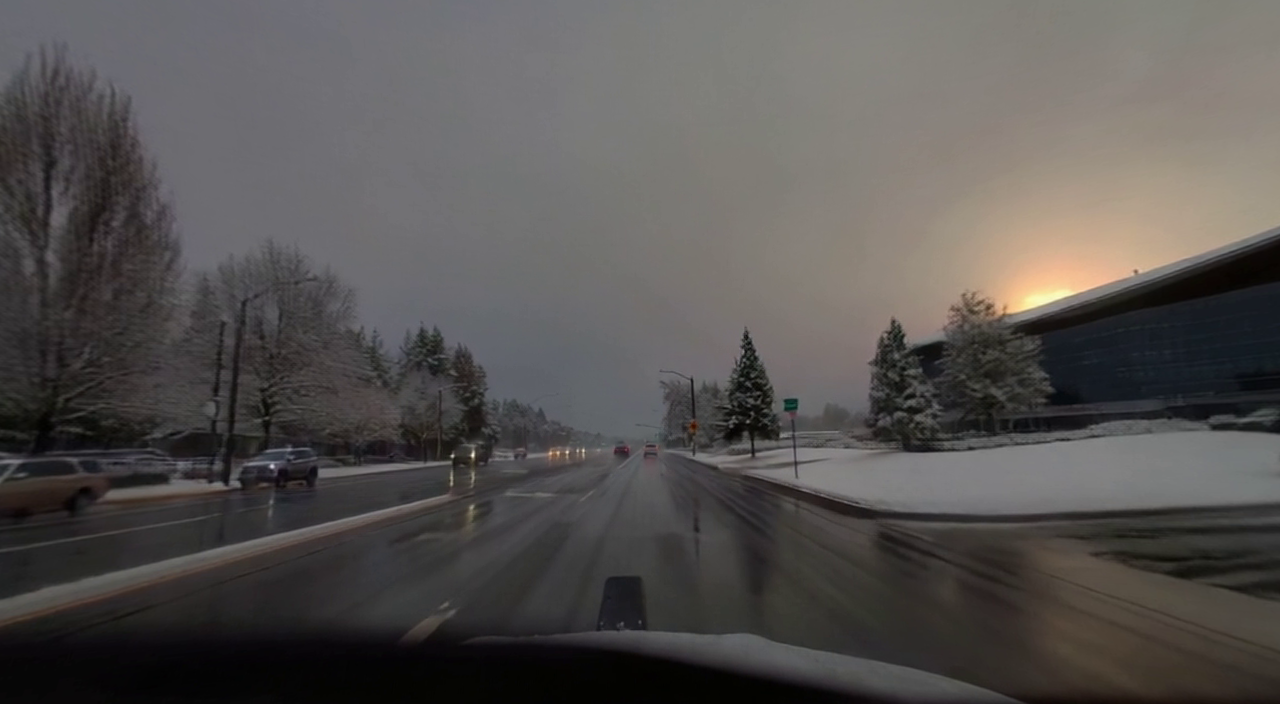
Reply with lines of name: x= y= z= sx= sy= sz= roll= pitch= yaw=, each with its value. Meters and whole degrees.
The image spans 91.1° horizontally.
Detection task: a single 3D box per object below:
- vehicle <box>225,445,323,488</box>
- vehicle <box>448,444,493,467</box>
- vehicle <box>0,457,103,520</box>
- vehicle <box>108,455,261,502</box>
vehicle: x=-17.248 y=5.373 z=29.863 sx=1.998 sy=1.724 sz=4.486 roll=-3 pitch=-9 yaw=0
vehicle: x=-13.257 y=8.097 z=49.352 sx=2.145 sy=1.754 sz=4.777 roll=0 pitch=-8 yaw=1
vehicle: x=-17.244 y=3.571 z=16.329 sx=2.014 sy=1.515 sz=5.027 roll=0 pitch=-8 yaw=2
vehicle: x=-17.329 y=4.802 z=24.298 sx=1.955 sy=1.486 sz=5.112 roll=0 pitch=-8 yaw=2
